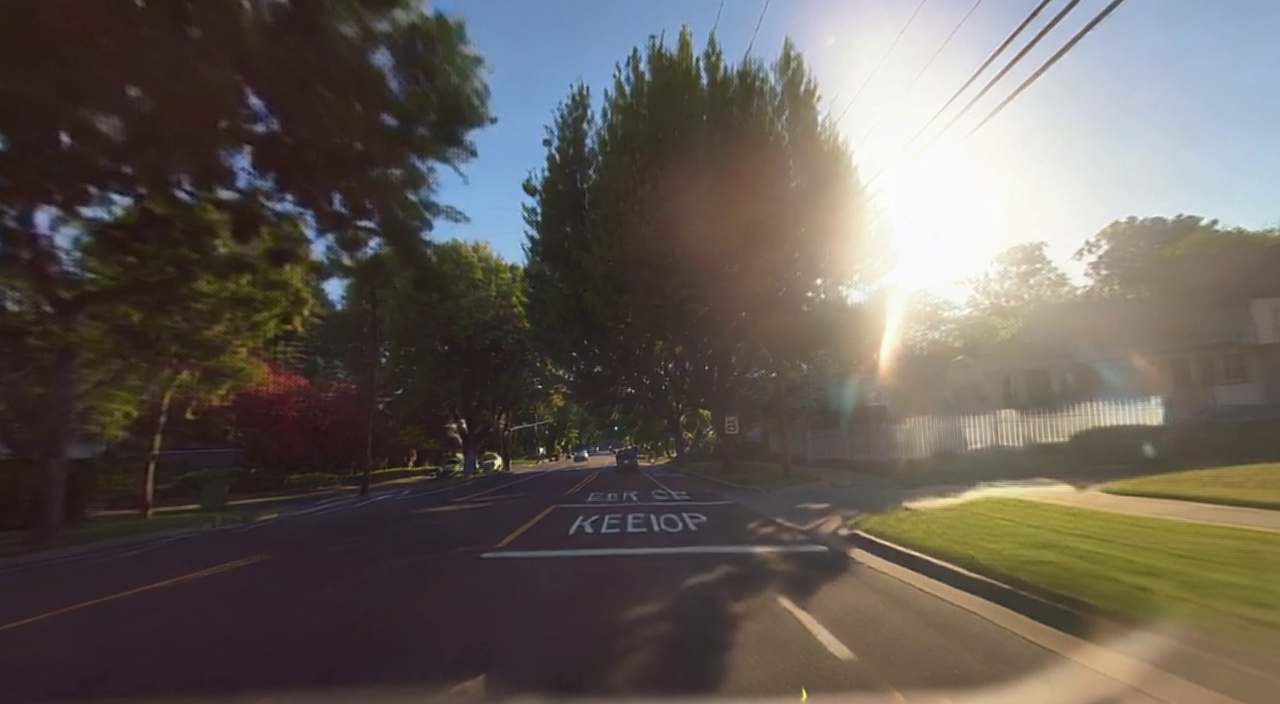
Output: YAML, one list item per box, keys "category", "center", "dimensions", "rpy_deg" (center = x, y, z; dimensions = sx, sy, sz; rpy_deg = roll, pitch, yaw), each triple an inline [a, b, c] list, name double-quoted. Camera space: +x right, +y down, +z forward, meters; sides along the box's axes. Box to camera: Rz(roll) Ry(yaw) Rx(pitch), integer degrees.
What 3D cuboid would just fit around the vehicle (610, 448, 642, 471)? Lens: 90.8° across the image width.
- category: "vehicle"
  center: [-0.983, 7.391, 43.539]
  dimensions: [2.104, 1.500, 3.815]
  rpy_deg: [0, -9, -2]
